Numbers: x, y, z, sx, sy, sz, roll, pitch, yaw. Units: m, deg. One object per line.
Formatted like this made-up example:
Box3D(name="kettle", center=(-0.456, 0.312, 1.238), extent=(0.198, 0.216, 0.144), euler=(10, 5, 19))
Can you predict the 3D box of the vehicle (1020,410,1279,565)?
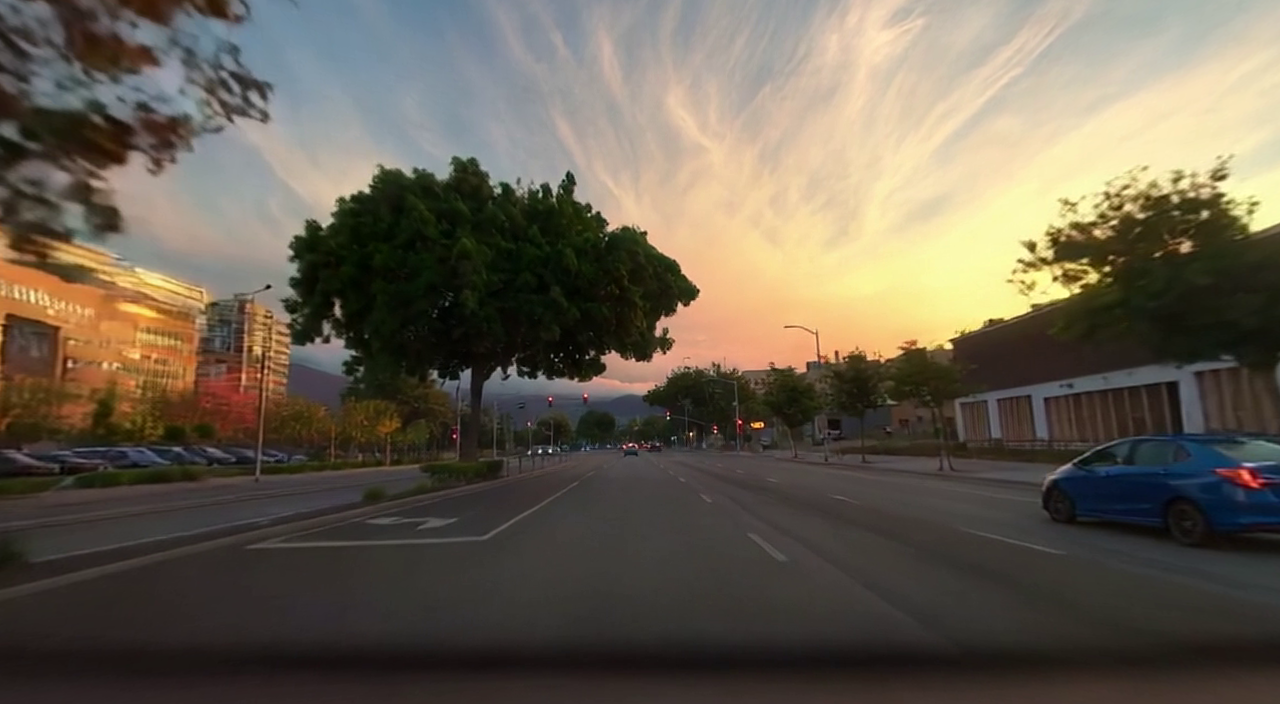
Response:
Box3D(name="vehicle", center=(7.684, 1.751, 8.892), extent=(1.918, 1.632, 4.368), euler=(0, -8, 0))
